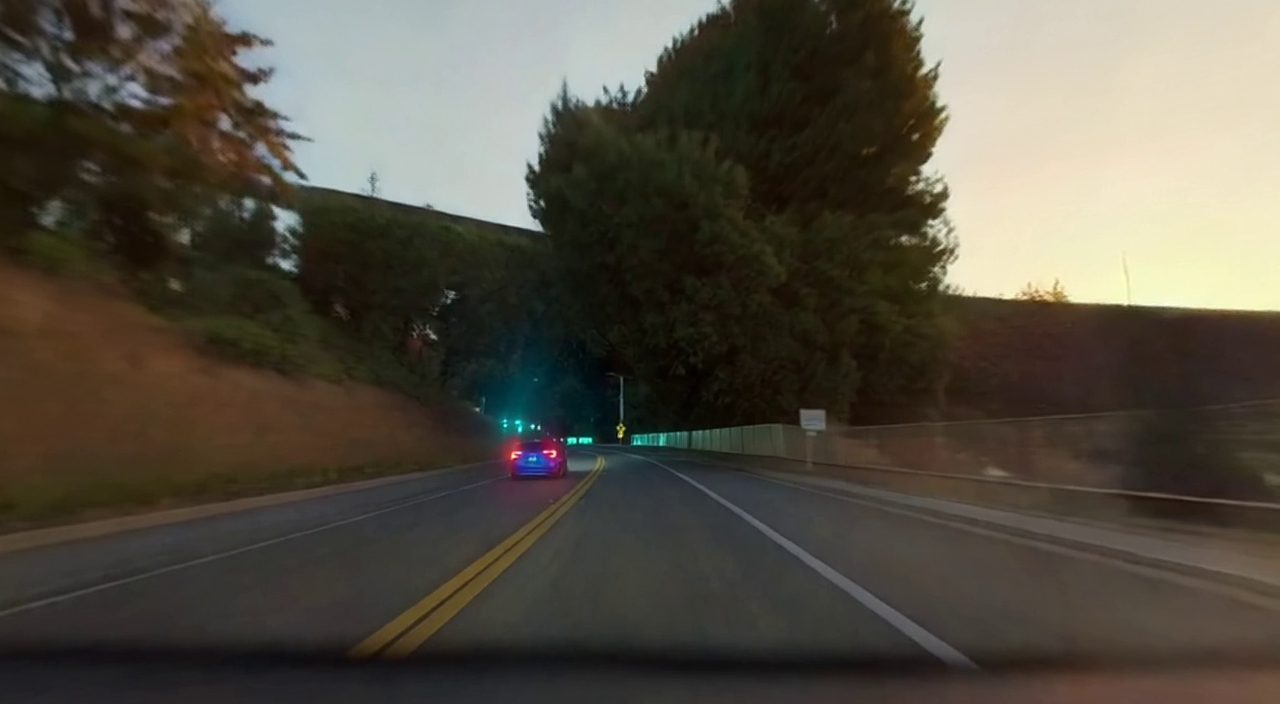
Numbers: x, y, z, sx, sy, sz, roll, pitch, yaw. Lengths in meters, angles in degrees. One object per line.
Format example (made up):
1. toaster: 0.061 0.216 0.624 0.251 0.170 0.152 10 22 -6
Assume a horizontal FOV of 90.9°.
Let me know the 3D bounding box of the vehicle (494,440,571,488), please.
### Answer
1. vehicle: -3.684 3.908 22.405 1.968 1.503 4.443 0 -8 0
